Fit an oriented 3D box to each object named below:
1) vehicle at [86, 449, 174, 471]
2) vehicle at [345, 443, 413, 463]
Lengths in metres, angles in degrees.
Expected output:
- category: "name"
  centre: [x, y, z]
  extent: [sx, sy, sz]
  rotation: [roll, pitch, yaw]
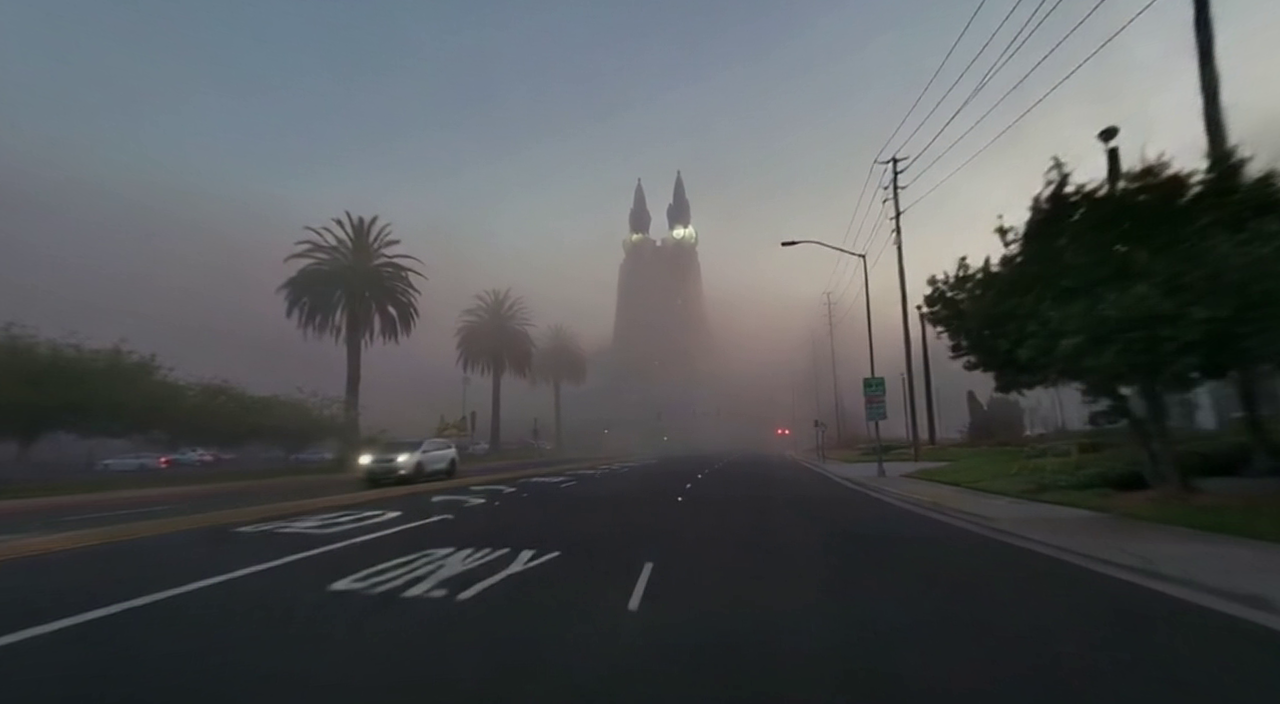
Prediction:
- category: "vehicle"
  centre: [-35.183, 7.436, 43.359]
  extent: [4.525, 1.492, 1.950]
  rotation: [-1, -9, 7]
- category: "vehicle"
  centre: [-20.449, 7.927, 49.288]
  extent: [4.440, 1.541, 1.851]
  rotation: [-1, -9, 4]
